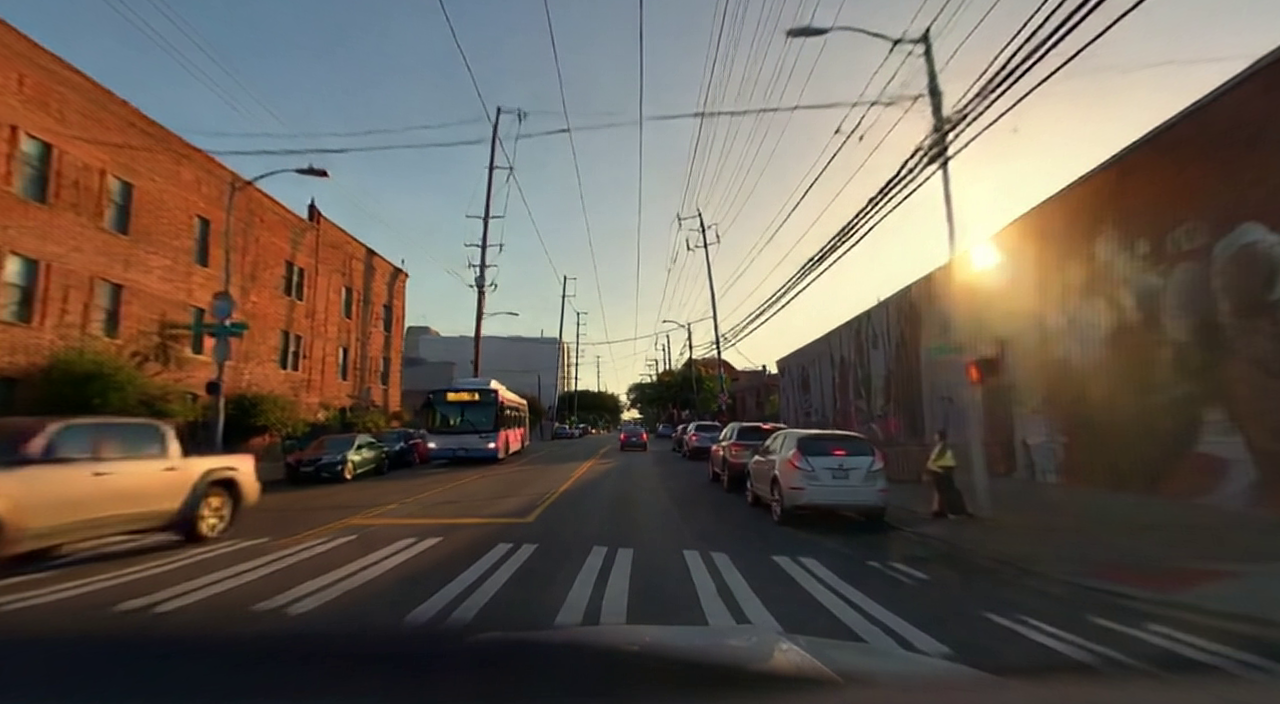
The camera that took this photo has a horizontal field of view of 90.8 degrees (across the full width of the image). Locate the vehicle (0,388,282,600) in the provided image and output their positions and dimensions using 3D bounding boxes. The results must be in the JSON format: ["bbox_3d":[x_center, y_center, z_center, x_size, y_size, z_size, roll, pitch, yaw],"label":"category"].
[{"bbox_3d":[-7.184,1.611,7.761,2.127,2.034,5.559,-1,-8,2],"label":"vehicle"}]

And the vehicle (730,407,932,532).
[{"bbox_3d":[3.047,2.044,11.275,2.171,1.751,4.373,1,-10,-1],"label":"vehicle"}]

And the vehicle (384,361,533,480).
[{"bbox_3d":[-6.201,2.852,24.338,3.297,3.342,12.875,1,-8,-6],"label":"vehicle"}]

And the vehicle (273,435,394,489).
[{"bbox_3d":[-10.027,3.583,21.088,2.031,1.539,4.089,-1,-7,0],"label":"vehicle"}]

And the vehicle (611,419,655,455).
[{"bbox_3d":[-0.388,4.562,33.749,2.190,1.783,4.048,0,-8,-1],"label":"vehicle"}]
